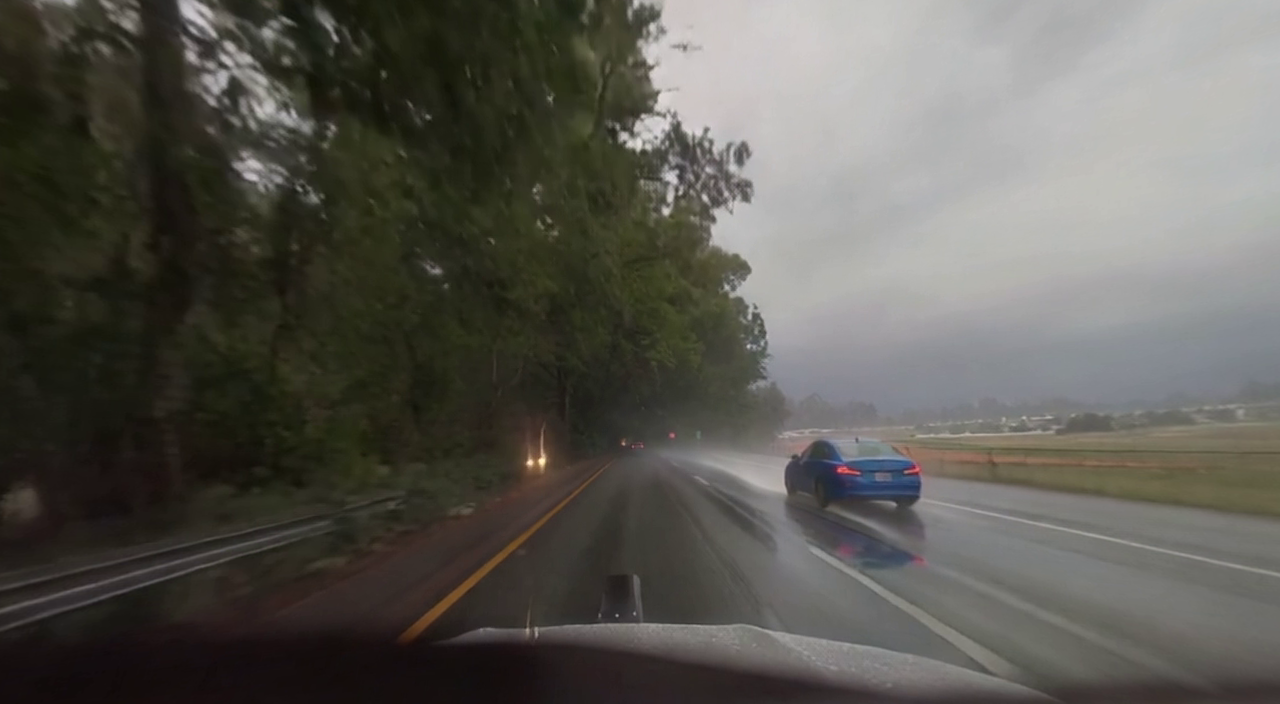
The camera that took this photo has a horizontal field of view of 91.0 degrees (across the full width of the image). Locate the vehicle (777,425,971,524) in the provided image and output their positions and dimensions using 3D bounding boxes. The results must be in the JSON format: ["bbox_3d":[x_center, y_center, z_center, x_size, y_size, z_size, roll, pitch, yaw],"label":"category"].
[{"bbox_3d":[4.218,2.264,12.326,1.905,1.525,4.719,0,-8,-1],"label":"vehicle"}]
